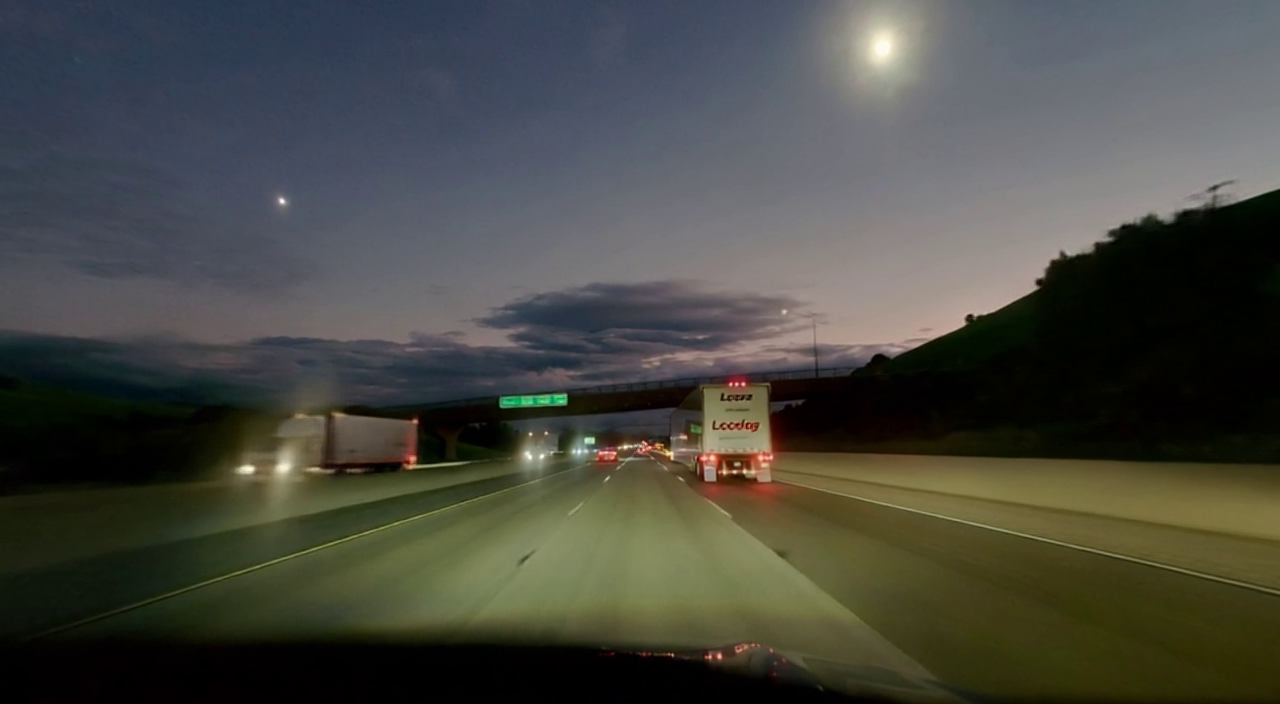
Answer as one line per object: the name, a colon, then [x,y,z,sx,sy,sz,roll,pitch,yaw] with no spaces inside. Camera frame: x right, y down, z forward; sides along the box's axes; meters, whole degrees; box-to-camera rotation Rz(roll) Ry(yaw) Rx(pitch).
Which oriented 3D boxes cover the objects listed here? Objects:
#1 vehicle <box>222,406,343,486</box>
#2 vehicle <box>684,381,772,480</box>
vehicle: [-19.542,5.224,35.014,3.044,4.002,5.865,0,-9,0]
vehicle: [3.840,3.820,29.869,2.885,3.992,8.526,0,-9,0]
